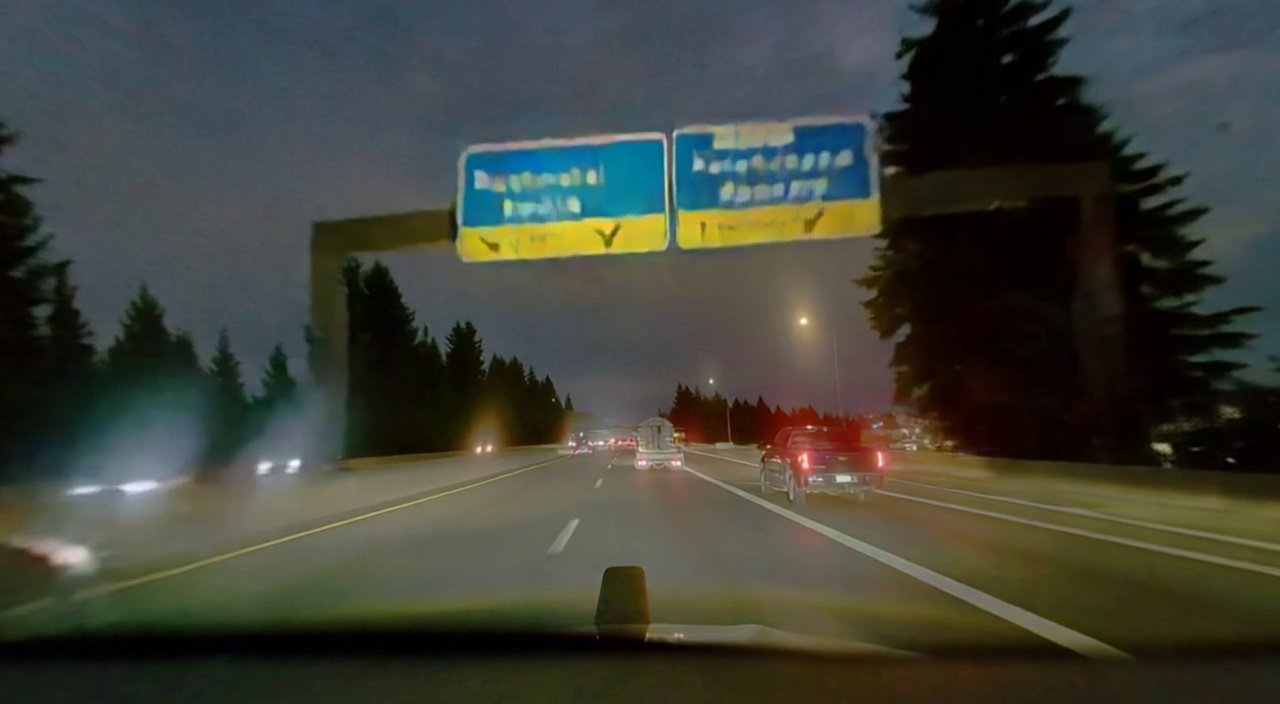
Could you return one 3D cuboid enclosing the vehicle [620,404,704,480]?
[{"bbox_3d":[0.613,3.362,23.625,2.677,2.439,6.402,0,-8,-2],"label":"vehicle"}]
